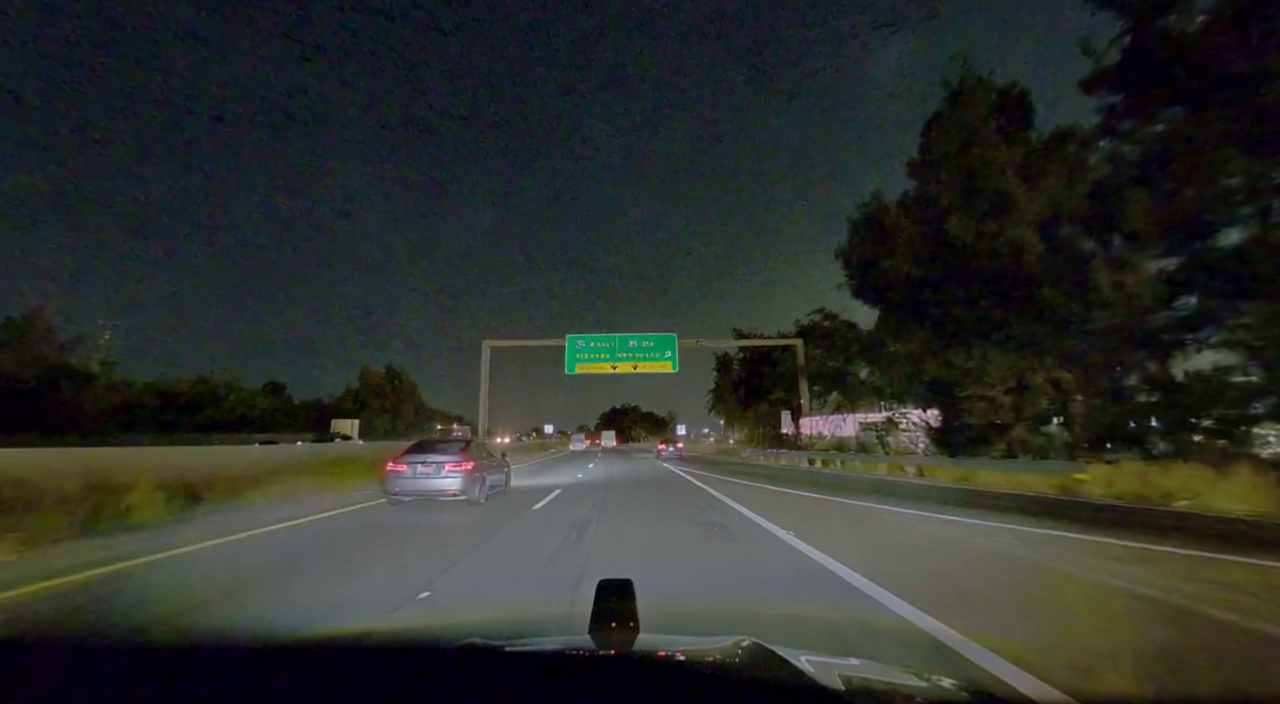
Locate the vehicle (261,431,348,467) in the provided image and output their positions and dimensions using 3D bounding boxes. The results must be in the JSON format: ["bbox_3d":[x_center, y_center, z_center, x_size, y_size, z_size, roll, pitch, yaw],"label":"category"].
[{"bbox_3d":[-17.664,5.141,33.472,2.018,1.727,5.065,0,-8,-2],"label":"vehicle"}]

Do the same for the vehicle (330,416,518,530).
[{"bbox_3d":[-3.788,2.191,12.036,2.080,1.733,4.410,0,-8,-1],"label":"vehicle"}]
